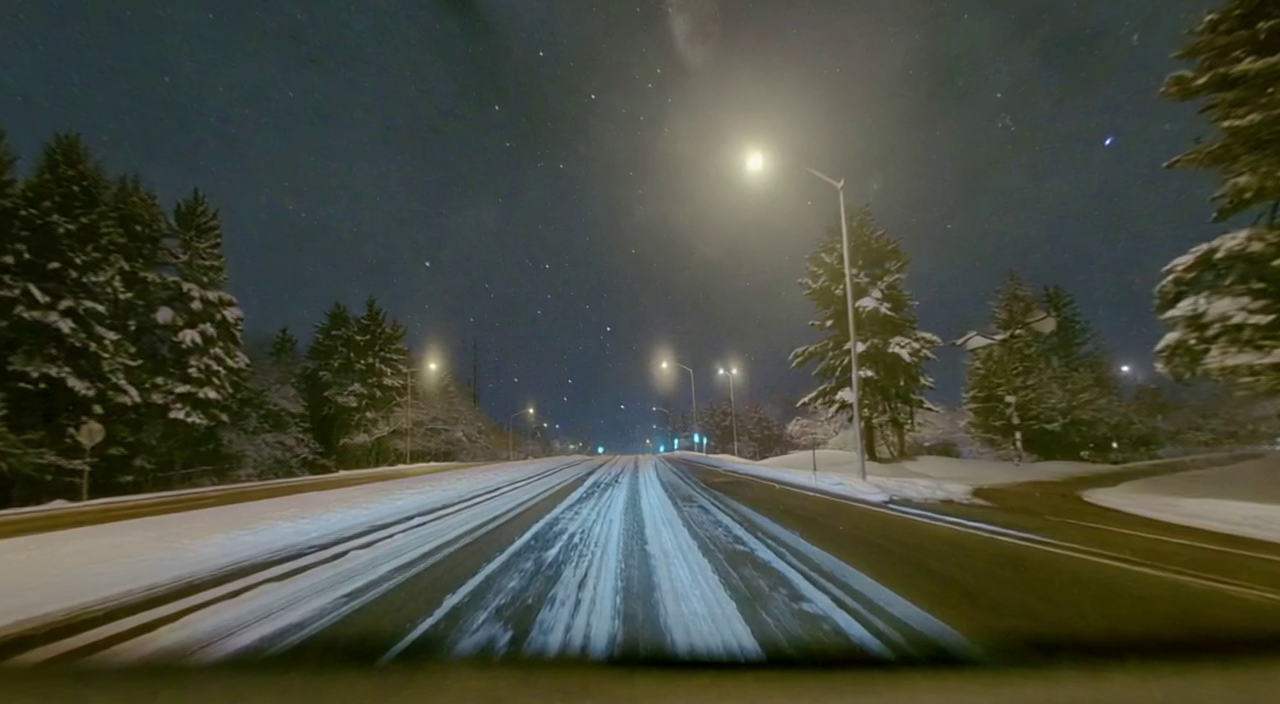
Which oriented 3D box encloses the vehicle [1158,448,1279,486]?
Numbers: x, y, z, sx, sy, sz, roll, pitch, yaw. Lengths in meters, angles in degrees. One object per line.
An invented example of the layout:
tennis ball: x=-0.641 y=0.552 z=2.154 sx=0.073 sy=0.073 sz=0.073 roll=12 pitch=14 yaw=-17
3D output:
vehicle: x=36.461 y=7.118 z=39.265 sx=6.443 sy=2.084 sz=2.514 roll=-1 pitch=-9 yaw=-5
